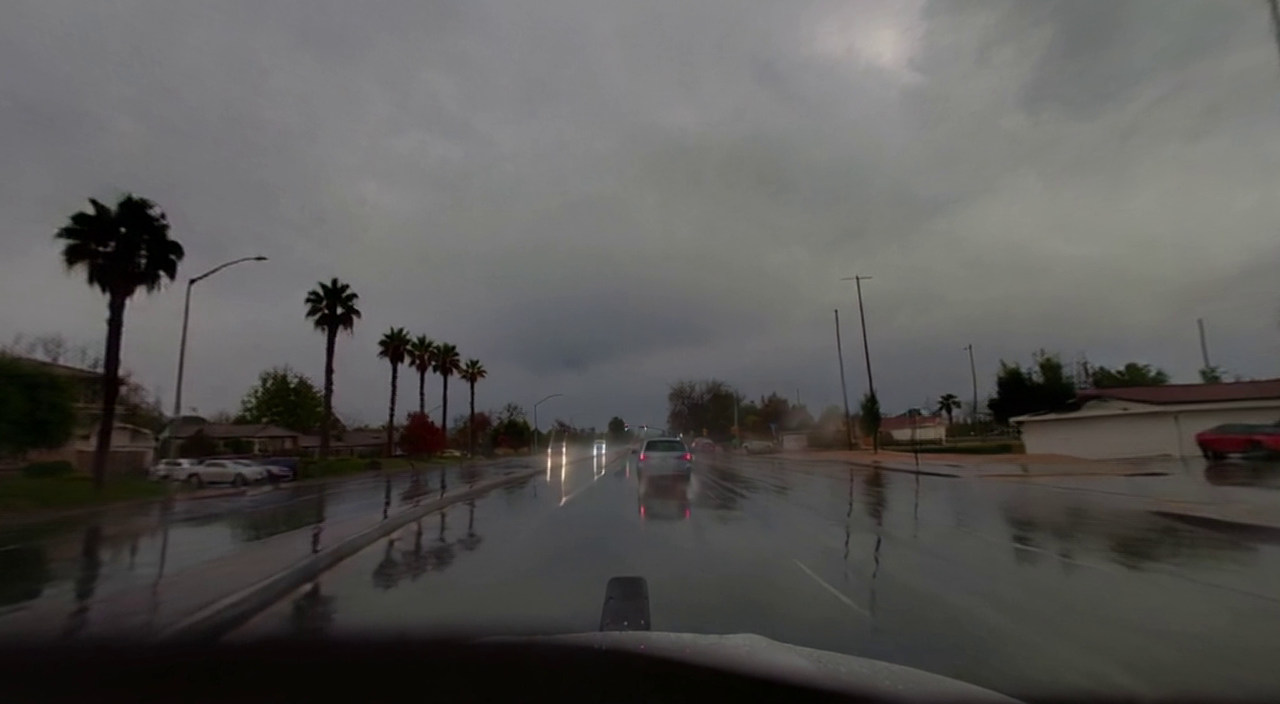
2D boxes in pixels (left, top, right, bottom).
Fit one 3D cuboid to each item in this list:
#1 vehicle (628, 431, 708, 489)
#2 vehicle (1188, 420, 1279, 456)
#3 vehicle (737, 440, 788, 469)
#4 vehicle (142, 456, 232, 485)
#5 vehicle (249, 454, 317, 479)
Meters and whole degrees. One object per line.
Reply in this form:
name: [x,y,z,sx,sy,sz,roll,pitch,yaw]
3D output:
vehicle: [0.777,3.460,20.506,2.289,1.679,4.180,0,-8,-1]
vehicle: [27.594,3.905,28.386,1.781,1.520,3.979,2,-9,-13]
vehicle: [6.643,5.605,34.668,1.897,1.477,4.360,0,-8,-1]
vehicle: [-26.399,6.898,36.932,1.813,1.452,4.619,0,-8,0]
vehicle: [-23.402,7.518,41.486,1.834,1.499,4.346,0,-9,1]
